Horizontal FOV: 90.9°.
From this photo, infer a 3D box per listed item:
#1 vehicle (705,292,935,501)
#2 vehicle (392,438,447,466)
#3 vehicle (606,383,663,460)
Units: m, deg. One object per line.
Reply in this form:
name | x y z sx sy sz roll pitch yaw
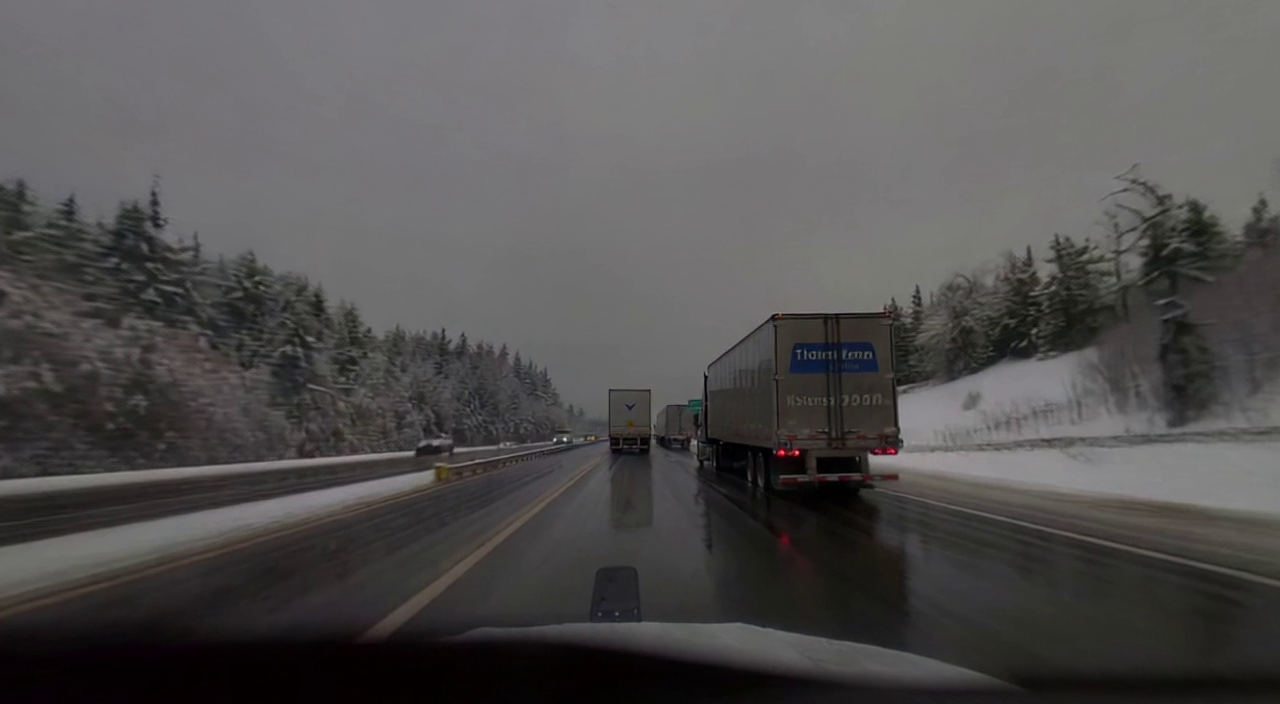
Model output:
vehicle | 4.266 1.818 19.690 2.856 4.145 14.500 0 -8 0
vehicle | -12.709 5.765 36.537 1.803 1.483 3.963 0 -8 0
vehicle | -0.334 4.266 37.598 2.958 3.917 10.196 0 -8 -1
